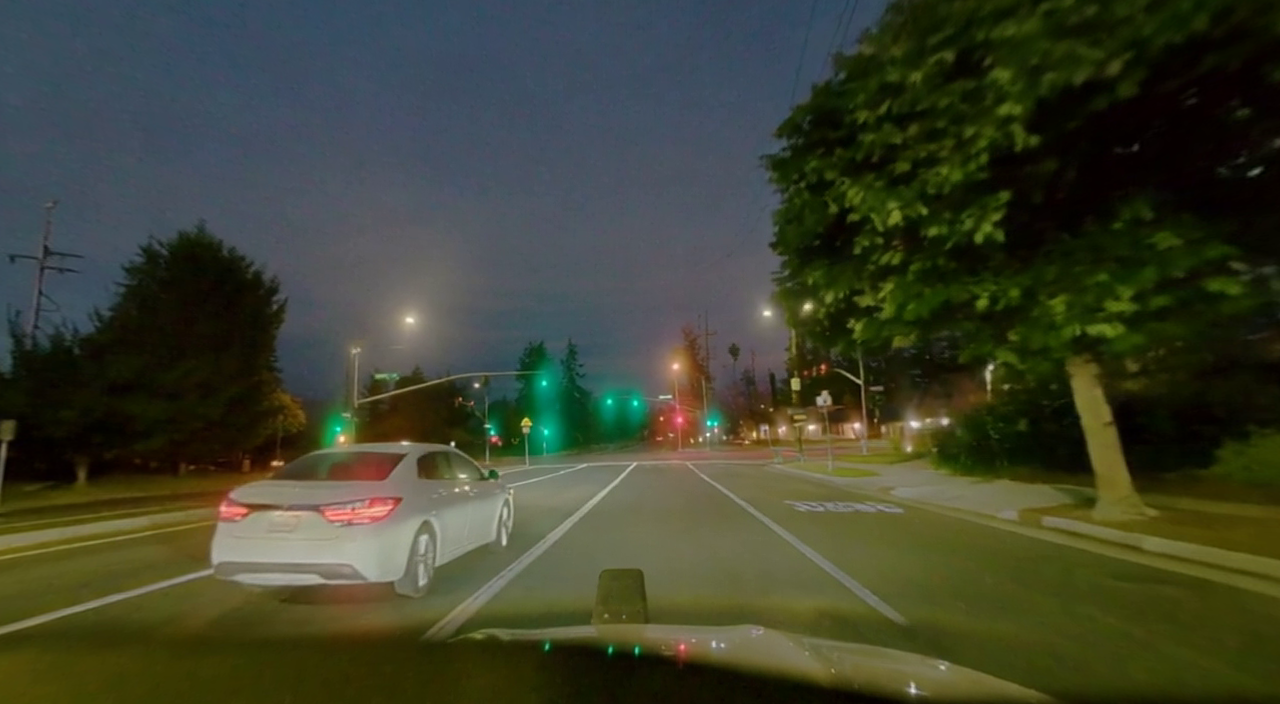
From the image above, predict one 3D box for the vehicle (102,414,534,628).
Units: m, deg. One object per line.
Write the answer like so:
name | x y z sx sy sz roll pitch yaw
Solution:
vehicle | -2.855 1.622 7.216 2.139 1.564 4.901 -1 -8 4
